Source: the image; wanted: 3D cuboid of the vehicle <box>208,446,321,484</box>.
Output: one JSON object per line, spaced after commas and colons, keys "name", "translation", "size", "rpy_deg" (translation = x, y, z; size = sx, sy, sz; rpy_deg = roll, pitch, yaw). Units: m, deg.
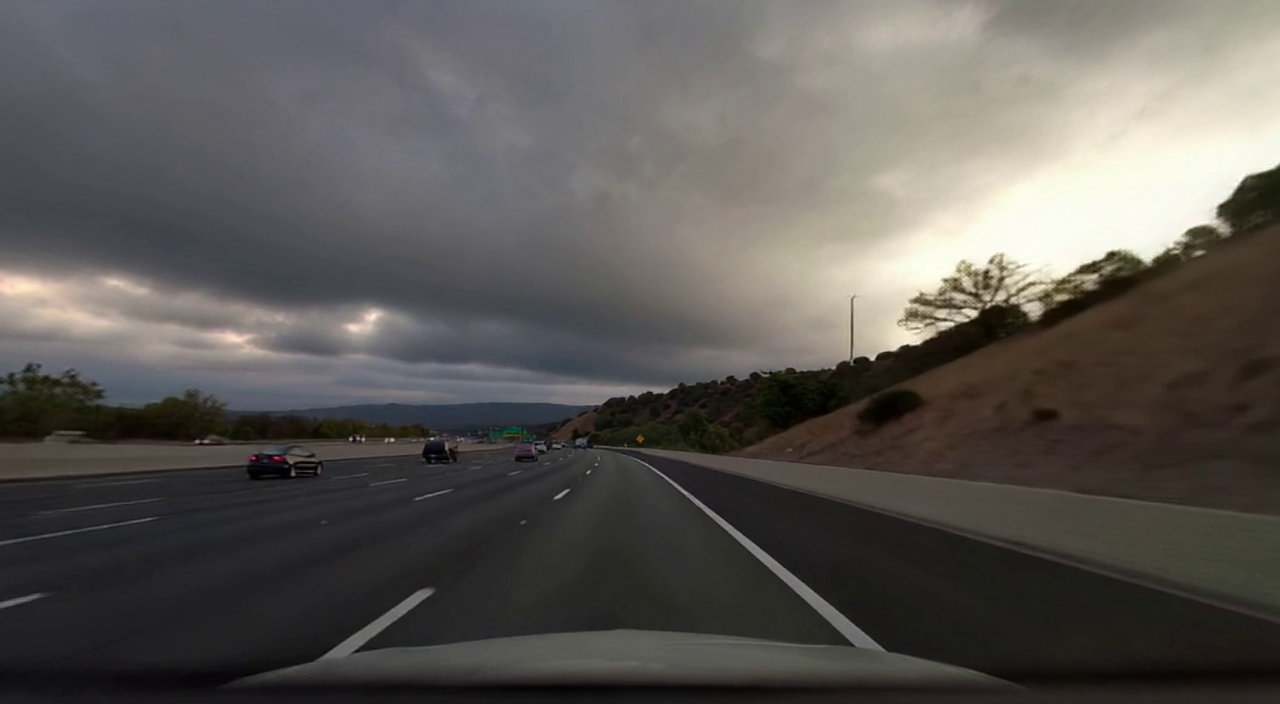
{"name": "vehicle", "translation": [-15.573, 4.690, 26.540], "size": [1.955, 1.429, 4.575], "rpy_deg": [0, -9, -1]}
